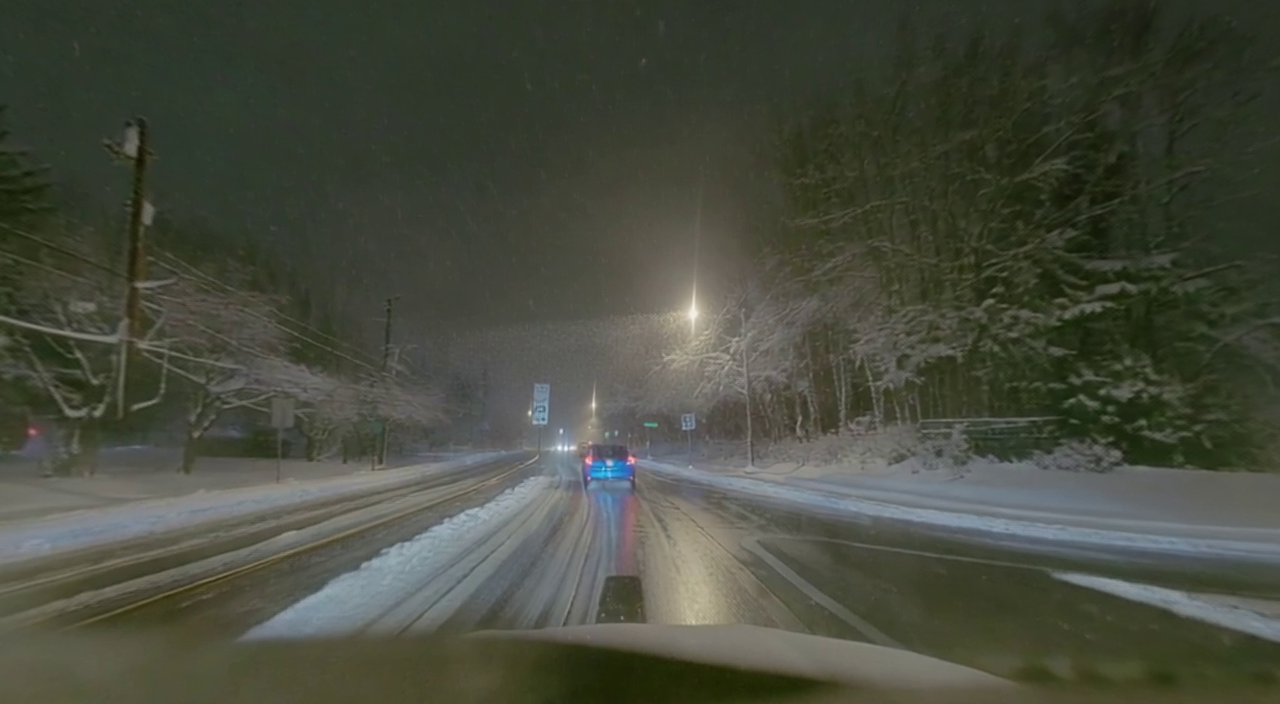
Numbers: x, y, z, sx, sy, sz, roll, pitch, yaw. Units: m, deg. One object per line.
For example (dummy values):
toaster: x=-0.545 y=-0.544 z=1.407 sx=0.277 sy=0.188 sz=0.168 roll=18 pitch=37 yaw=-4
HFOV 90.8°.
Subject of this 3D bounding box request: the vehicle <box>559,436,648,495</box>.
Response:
vehicle: x=-1.147 y=3.297 z=18.697 sx=2.295 sy=1.510 sz=4.364 roll=1 pitch=-9 yaw=-5
